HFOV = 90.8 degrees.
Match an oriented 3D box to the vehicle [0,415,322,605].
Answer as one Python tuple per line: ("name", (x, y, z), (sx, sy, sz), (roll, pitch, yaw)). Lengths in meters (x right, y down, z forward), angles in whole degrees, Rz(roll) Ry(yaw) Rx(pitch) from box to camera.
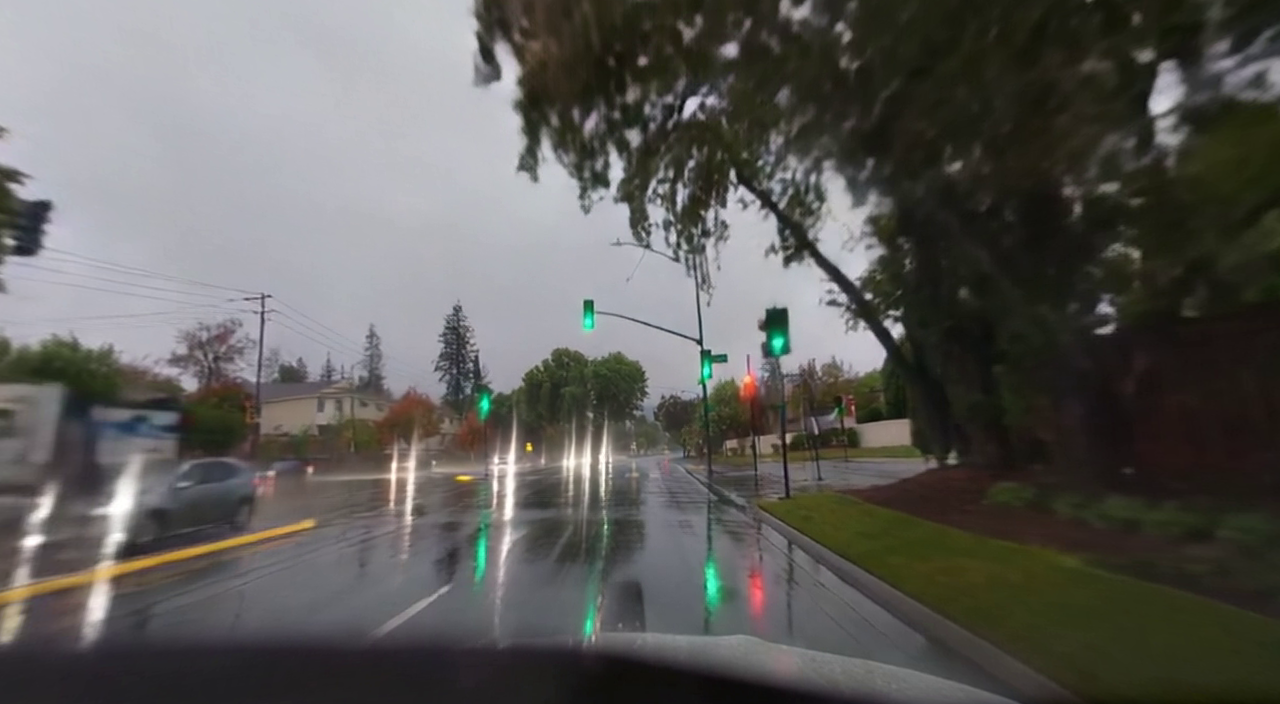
("vehicle", (-7.092, 1.870, 8.355), (2.308, 1.755, 6.571), (-2, -8, 1))
